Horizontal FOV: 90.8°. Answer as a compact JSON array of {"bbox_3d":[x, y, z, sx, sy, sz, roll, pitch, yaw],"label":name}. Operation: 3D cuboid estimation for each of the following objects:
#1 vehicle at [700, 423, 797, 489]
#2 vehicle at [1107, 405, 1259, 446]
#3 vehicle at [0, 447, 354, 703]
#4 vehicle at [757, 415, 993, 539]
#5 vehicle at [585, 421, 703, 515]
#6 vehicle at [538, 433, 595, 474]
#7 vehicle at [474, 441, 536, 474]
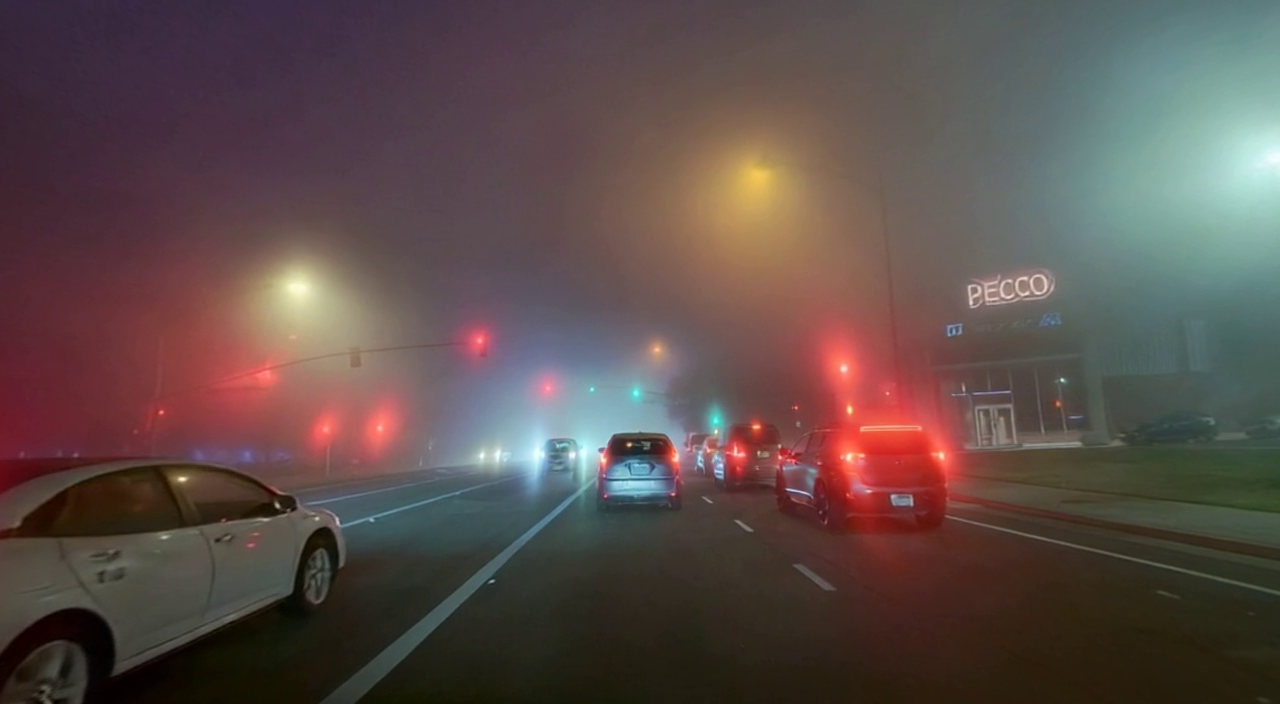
[{"bbox_3d":[3.271,3.265,20.063,2.144,1.802,4.609,0,-9,-1],"label":"vehicle"},{"bbox_3d":[24.049,3.305,28.114,4.854,1.712,2.017,0,-9,-1],"label":"vehicle"},{"bbox_3d":[-3.536,1.204,3.500,1.980,1.321,4.113,0,-9,0],"label":"vehicle"},{"bbox_3d":[3.622,2.031,10.902,2.198,1.660,4.512,0,-9,-2],"label":"vehicle"},{"bbox_3d":[-0.014,2.421,13.577,2.146,1.685,4.003,0,-9,-2],"label":"vehicle"},{"bbox_3d":[-3.382,4.777,29.965,2.106,1.778,4.444,0,-9,1],"label":"vehicle"},{"bbox_3d":[-6.451,5.100,30.686,1.954,1.473,4.350,0,-9,1],"label":"vehicle"}]
